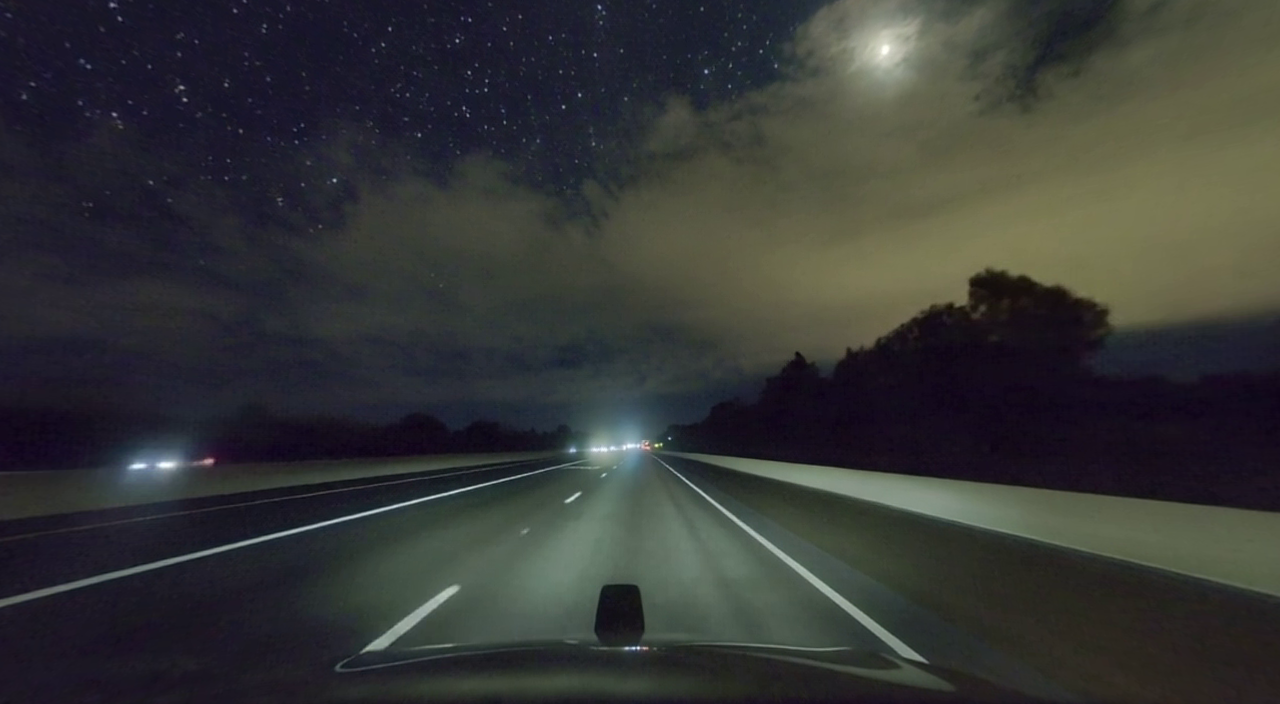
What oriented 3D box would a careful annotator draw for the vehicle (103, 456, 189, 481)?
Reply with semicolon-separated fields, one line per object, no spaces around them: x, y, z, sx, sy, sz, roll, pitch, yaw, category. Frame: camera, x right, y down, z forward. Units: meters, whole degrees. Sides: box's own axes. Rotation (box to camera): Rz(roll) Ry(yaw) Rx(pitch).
-32.233;7.593;41.297;1.933;1.521;4.500;0;-9;1;vehicle
